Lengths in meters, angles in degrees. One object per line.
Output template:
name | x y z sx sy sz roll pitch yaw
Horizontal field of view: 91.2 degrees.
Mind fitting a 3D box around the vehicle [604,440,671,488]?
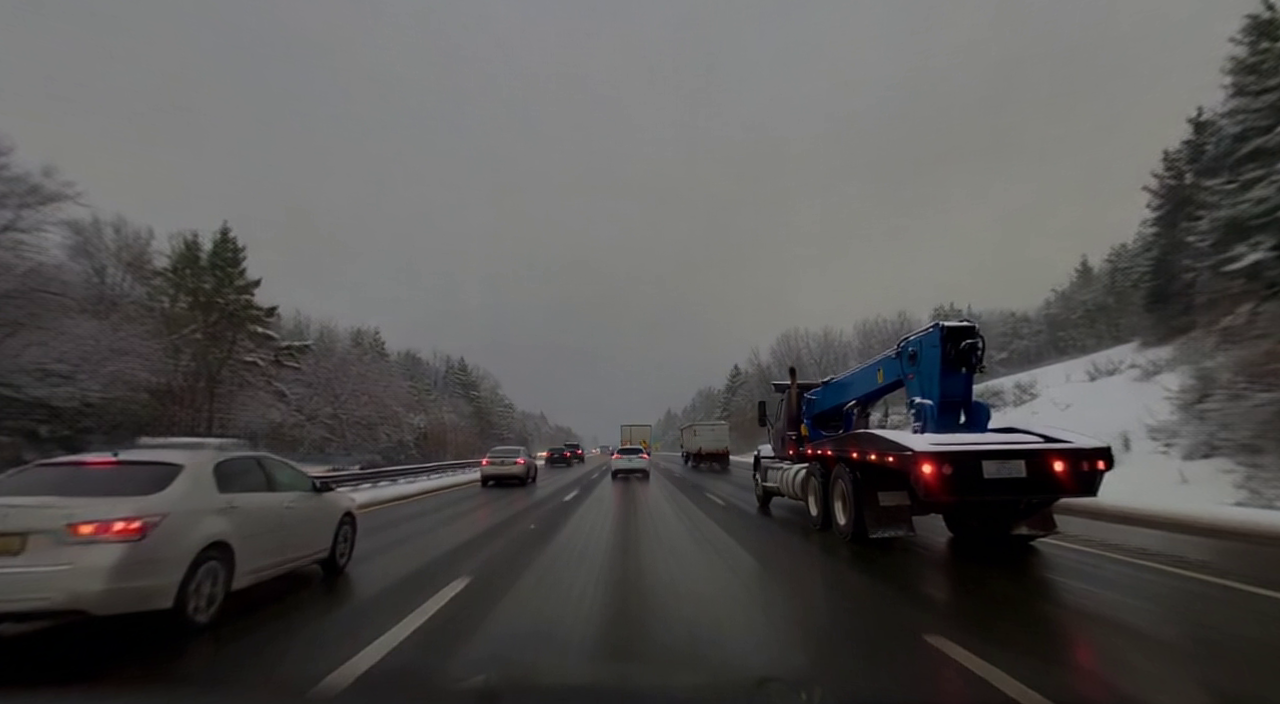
vehicle | -0.131 3.941 22.319 2.150 1.498 3.988 0 -9 -2

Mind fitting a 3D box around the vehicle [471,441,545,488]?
vehicle | -4.655 4.023 22.688 1.858 1.527 3.974 0 -9 0

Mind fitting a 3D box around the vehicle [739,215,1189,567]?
vehicle | 3.891 0.970 10.614 2.975 3.618 8.456 0 -9 0

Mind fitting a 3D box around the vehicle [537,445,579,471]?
vehicle | -4.875 6.362 37.748 1.924 1.481 4.264 0 -9 0

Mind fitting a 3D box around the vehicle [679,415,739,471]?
vehicle | 3.784 5.224 35.775 2.416 2.829 7.016 0 -9 -1

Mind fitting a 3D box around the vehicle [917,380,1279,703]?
vehicle | 4.044 1.021 3.198 2.599 1.631 5.693 0 -9 -1

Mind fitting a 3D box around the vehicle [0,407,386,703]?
vehicle | -4.123 1.387 5.345 1.880 1.507 4.757 0 -9 0
